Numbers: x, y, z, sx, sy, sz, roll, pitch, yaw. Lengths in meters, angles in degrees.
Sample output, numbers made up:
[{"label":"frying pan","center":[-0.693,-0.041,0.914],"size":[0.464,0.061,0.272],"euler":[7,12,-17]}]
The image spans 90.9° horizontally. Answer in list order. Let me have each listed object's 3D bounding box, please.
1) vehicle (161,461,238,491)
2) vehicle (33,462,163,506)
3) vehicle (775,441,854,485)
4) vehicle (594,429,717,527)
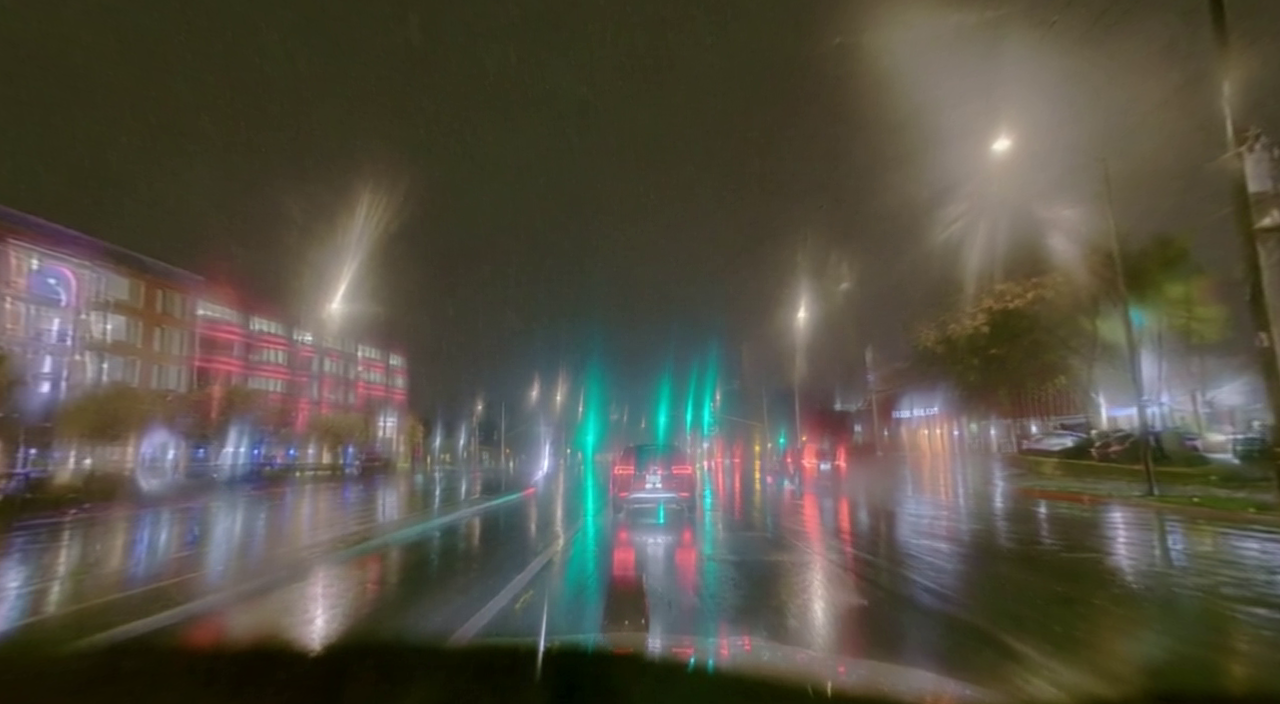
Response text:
[{"label":"vehicle","center":[-27.884,7.848,40.091],"size":[1.861,1.578,4.152],"euler":[0,-8,1]},{"label":"vehicle","center":[-25.876,6.271,30.384],"size":[2.026,1.808,4.835],"euler":[0,-9,-2]},{"label":"vehicle","center":[6.967,4.441,25.650],"size":[2.086,1.627,4.294],"euler":[0,-8,2]},{"label":"vehicle","center":[0.258,2.464,12.906],"size":[2.125,1.669,3.880],"euler":[0,-8,0]}]
